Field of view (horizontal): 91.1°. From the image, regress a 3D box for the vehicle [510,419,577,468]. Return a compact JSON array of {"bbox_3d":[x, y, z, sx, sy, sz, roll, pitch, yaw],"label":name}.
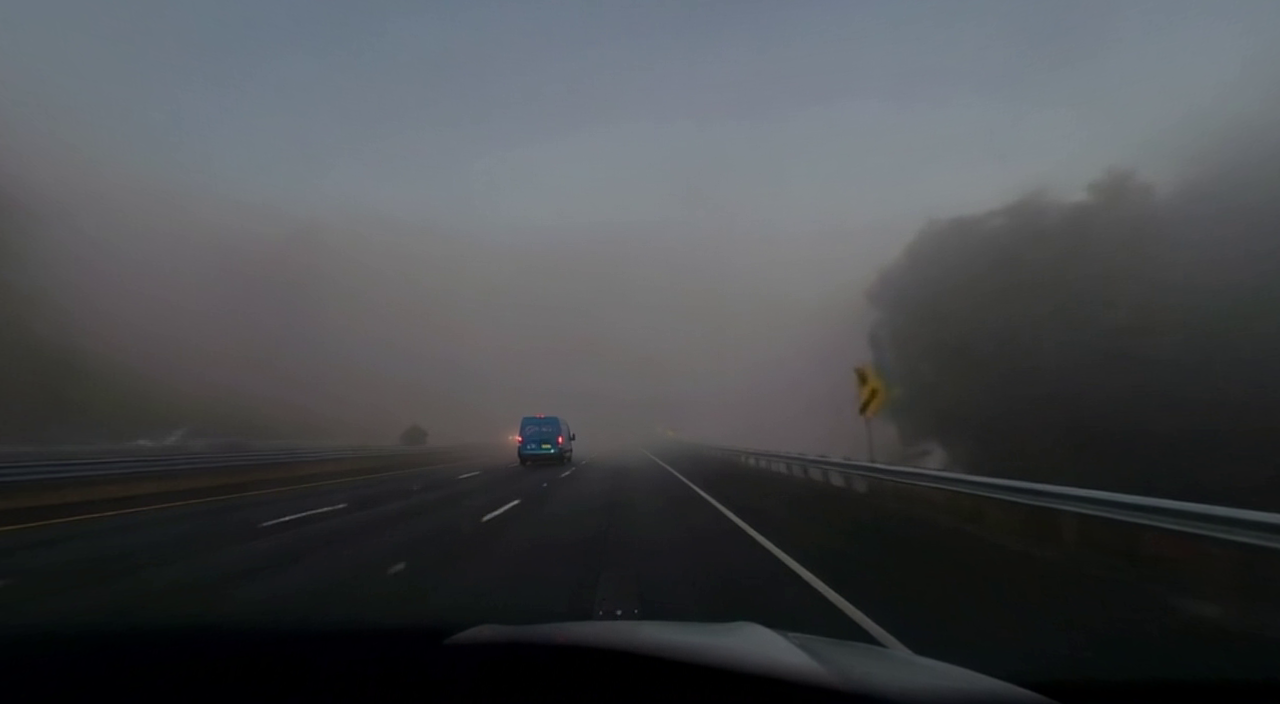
[{"bbox_3d":[-4.331,4.202,29.089,2.309,2.053,4.884,0,-8,0],"label":"vehicle"}]
